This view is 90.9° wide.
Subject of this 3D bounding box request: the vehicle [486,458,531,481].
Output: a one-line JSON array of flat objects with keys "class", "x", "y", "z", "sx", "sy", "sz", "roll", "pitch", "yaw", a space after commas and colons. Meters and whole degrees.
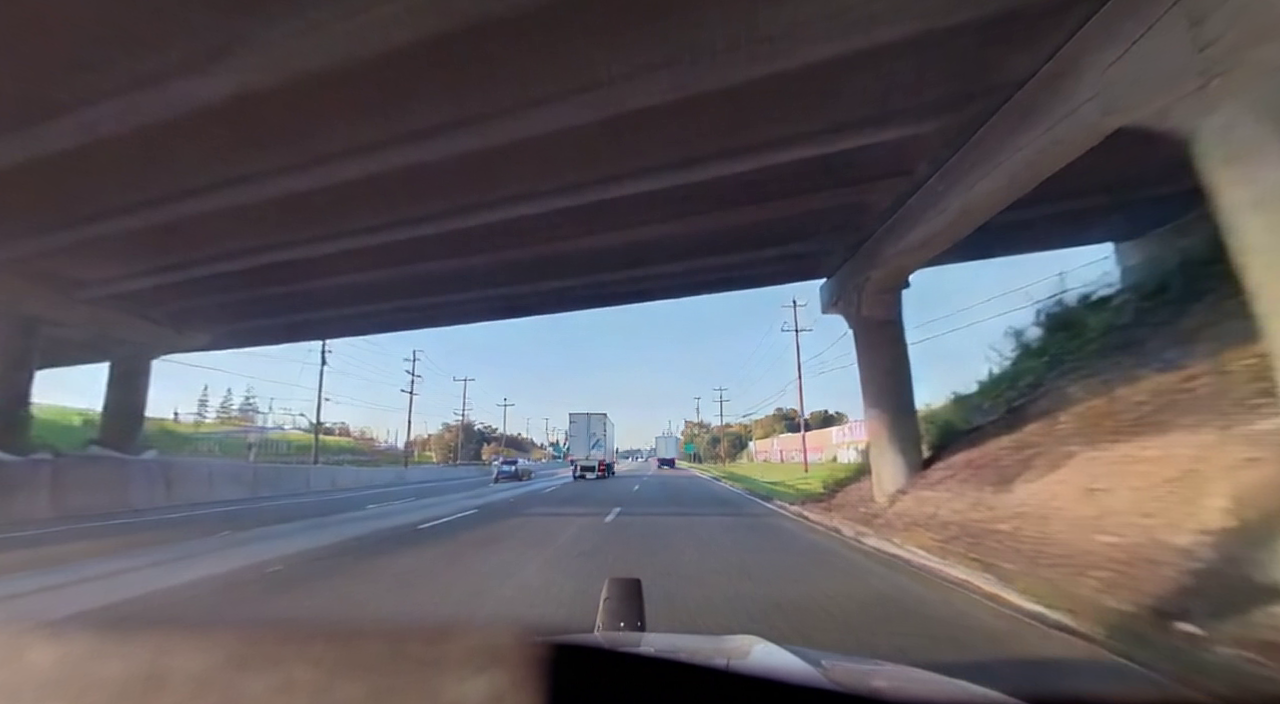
[{"class": "vehicle", "x": -8.884, "y": 7.985, "z": 43.036, "sx": 1.940, "sy": 1.381, "sz": 4.348, "roll": -1, "pitch": -9, "yaw": 3}]
